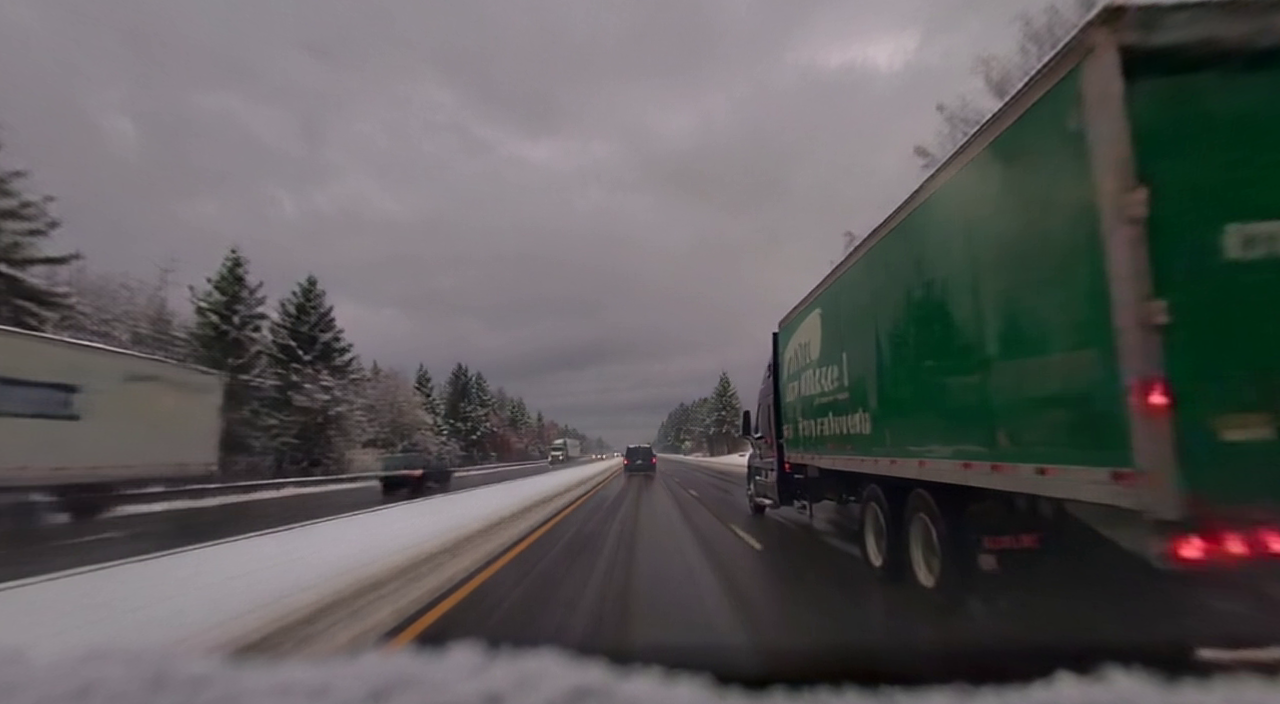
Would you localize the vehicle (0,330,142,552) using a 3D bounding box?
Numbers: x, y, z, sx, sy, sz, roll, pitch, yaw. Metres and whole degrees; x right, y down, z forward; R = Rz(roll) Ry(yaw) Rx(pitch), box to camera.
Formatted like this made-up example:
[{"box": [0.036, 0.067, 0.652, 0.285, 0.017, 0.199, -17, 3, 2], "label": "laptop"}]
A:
[{"box": [-13.386, 1.036, 7.816, 3.256, 4.016, 13.586, 0, -9, 0], "label": "vehicle"}]

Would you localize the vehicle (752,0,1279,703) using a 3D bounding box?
[{"box": [4.367, 0.794, 9.400, 3.030, 3.985, 12.707, 0, -9, 0], "label": "vehicle"}]

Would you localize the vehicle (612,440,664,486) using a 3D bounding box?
[{"box": [-0.090, 4.874, 27.850, 2.105, 1.865, 4.102, 0, -9, 0], "label": "vehicle"}]
